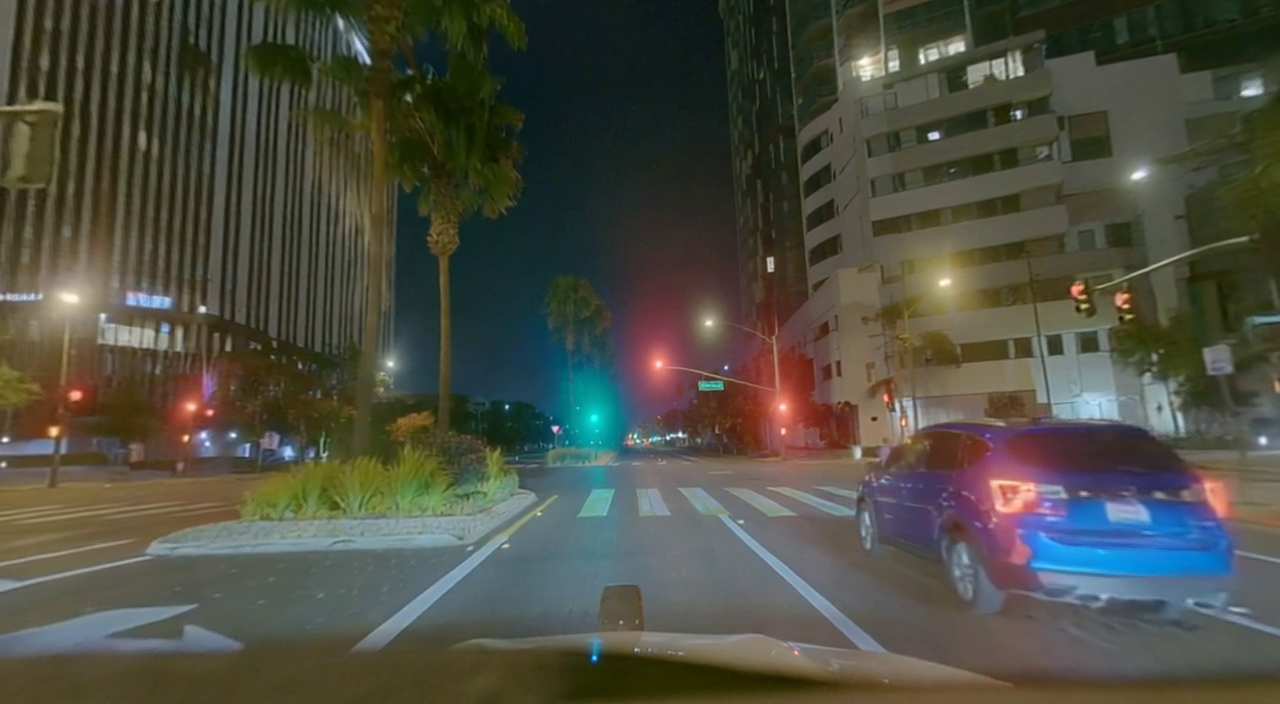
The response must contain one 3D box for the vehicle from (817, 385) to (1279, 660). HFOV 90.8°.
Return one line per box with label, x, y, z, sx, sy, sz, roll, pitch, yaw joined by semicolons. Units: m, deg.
vehicle;3.341;1.329;5.939;2.060;1.631;4.169;0;-9;-1
